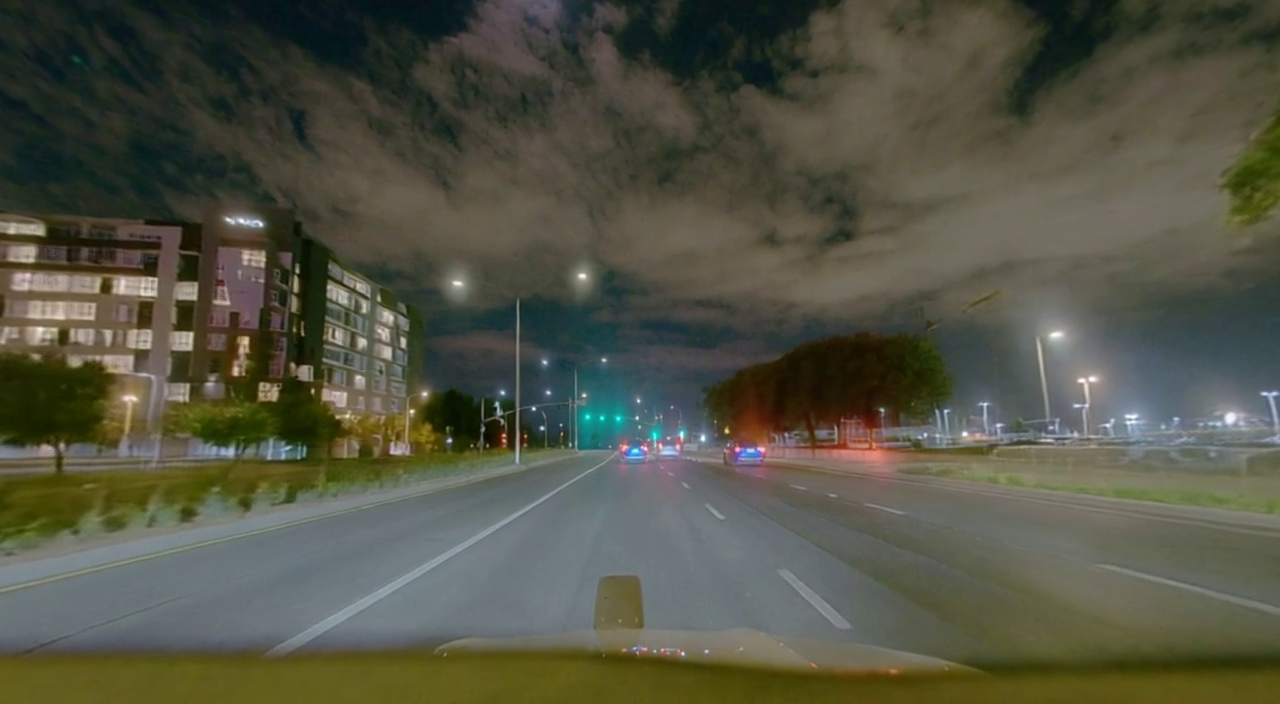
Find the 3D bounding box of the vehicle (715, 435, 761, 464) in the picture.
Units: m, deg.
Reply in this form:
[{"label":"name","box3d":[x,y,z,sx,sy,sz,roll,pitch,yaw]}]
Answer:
[{"label":"vehicle","box3d":[6.527,6.534,42.321,2.136,1.799,4.796,1,-9,-2]}]

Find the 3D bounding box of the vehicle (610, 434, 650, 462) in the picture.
[{"label":"vehicle","box3d":[-0.689,6.936,45.608,2.682,1.908,5.706,0,-9,-1]}]
